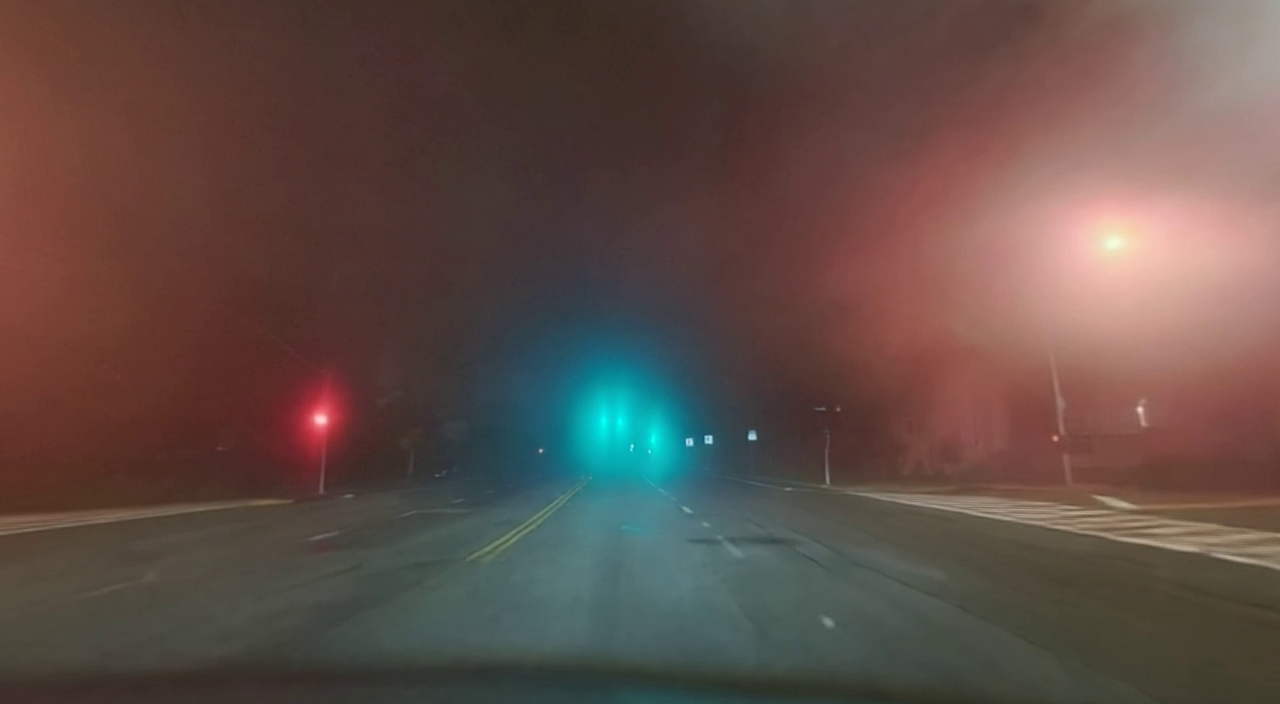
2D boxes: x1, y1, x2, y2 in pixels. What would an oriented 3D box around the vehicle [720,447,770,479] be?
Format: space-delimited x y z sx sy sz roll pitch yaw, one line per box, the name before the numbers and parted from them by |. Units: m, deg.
vehicle | 5.989 6.410 36.686 2.024 1.710 4.525 0 -9 -1
